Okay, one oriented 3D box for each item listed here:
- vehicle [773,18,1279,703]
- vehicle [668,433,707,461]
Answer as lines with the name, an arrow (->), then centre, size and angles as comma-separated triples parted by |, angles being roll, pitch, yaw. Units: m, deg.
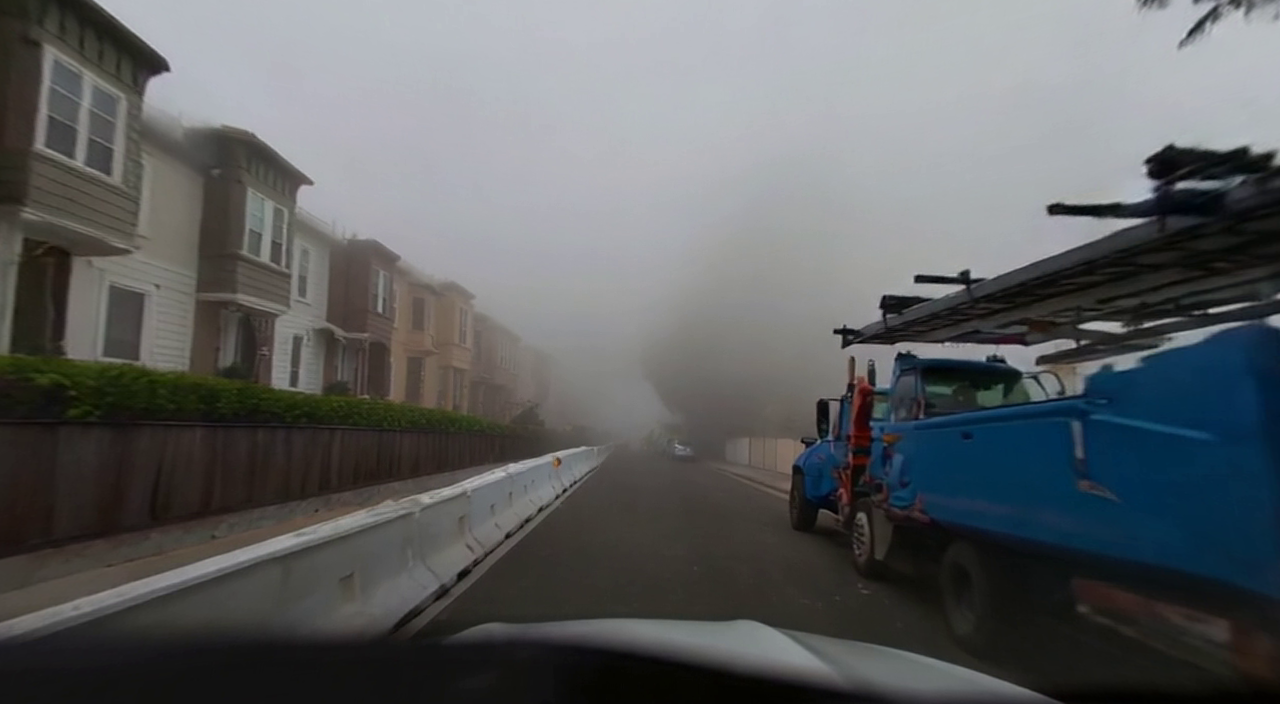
vehicle -> 3.264, 0.702, 4.978 | 2.879, 2.801, 6.142 | 0, -8, -2
vehicle -> 3.031, 6.209, 41.444 | 2.066, 1.739, 4.234 | 0, -8, -2
